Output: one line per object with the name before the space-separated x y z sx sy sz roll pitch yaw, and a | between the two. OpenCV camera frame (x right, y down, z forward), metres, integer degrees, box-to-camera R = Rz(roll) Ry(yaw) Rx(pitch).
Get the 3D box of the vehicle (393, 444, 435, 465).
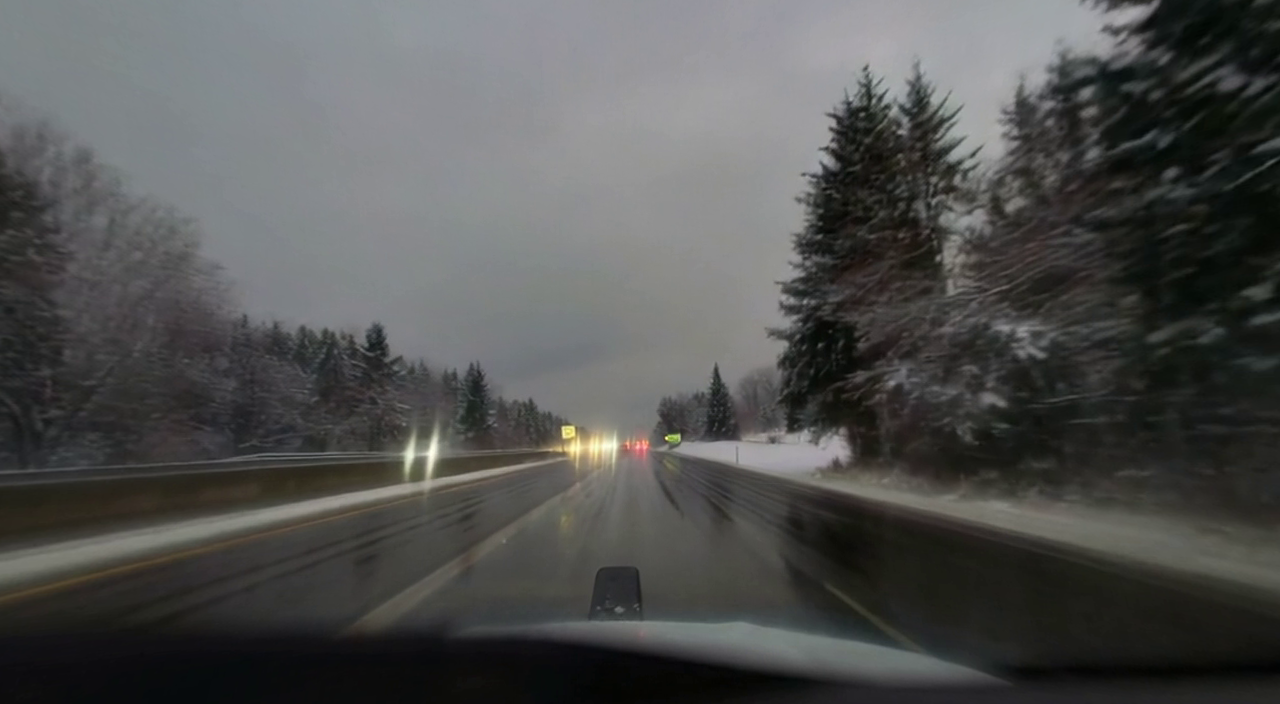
vehicle | -16.250 7.384 45.408 1.683 1.425 3.579 0 -9 0
